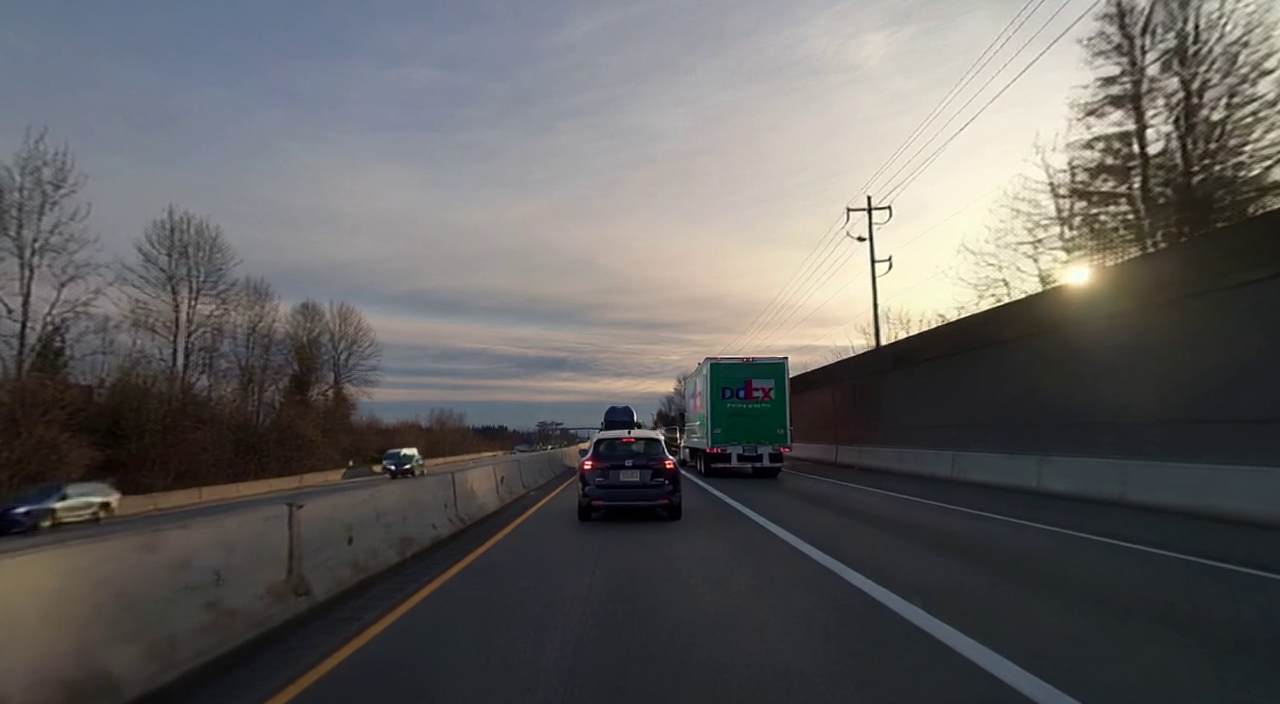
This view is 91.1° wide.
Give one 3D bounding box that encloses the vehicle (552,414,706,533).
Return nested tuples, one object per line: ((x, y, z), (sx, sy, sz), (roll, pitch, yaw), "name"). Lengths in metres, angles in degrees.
((-0.185, 1.903, 10.455), (2.062, 1.581, 3.914), (0, -8, -1), "vehicle")

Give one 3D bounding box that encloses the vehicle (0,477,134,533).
((-19.655, 5.106, 21.351), (1.794, 1.463, 3.891), (0, -8, -4), "vehicle")

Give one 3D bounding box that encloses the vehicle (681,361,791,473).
((3.600, 2.827, 26.217), (2.835, 3.872, 8.916), (0, -8, -2), "vehicle")
